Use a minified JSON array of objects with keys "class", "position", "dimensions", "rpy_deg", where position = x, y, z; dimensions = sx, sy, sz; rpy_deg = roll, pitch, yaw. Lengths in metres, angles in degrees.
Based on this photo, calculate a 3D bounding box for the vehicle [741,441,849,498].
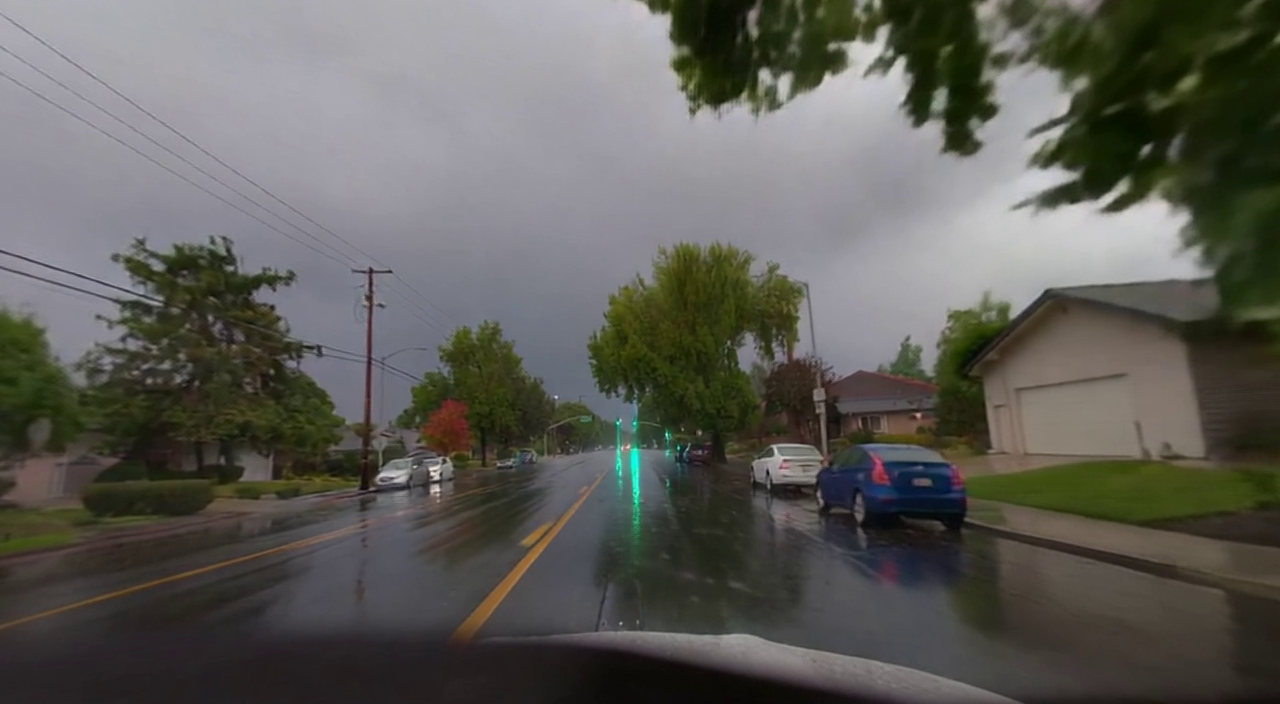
[{"class":"vehicle","position":[4.472,3.460,19.076],"dimensions":[1.887,1.480,4.731],"rpy_deg":[0,-9,-2]}]

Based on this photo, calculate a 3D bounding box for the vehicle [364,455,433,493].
[{"class":"vehicle","position":[-11.633,5.879,30.762],"dimensions":[1.845,1.626,4.105],"rpy_deg":[0,-9,-2]}]

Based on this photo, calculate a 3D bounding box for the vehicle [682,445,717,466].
[{"class":"vehicle","position":[4.298,7.608,46.432],"dimensions":[2.010,1.461,4.247],"rpy_deg":[0,-9,-2]}]

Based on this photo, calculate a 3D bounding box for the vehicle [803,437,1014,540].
[{"class":"vehicle","position":[4.564,2.355,11.576],"dimensions":[1.924,1.516,4.163],"rpy_deg":[0,-9,-2]}]
